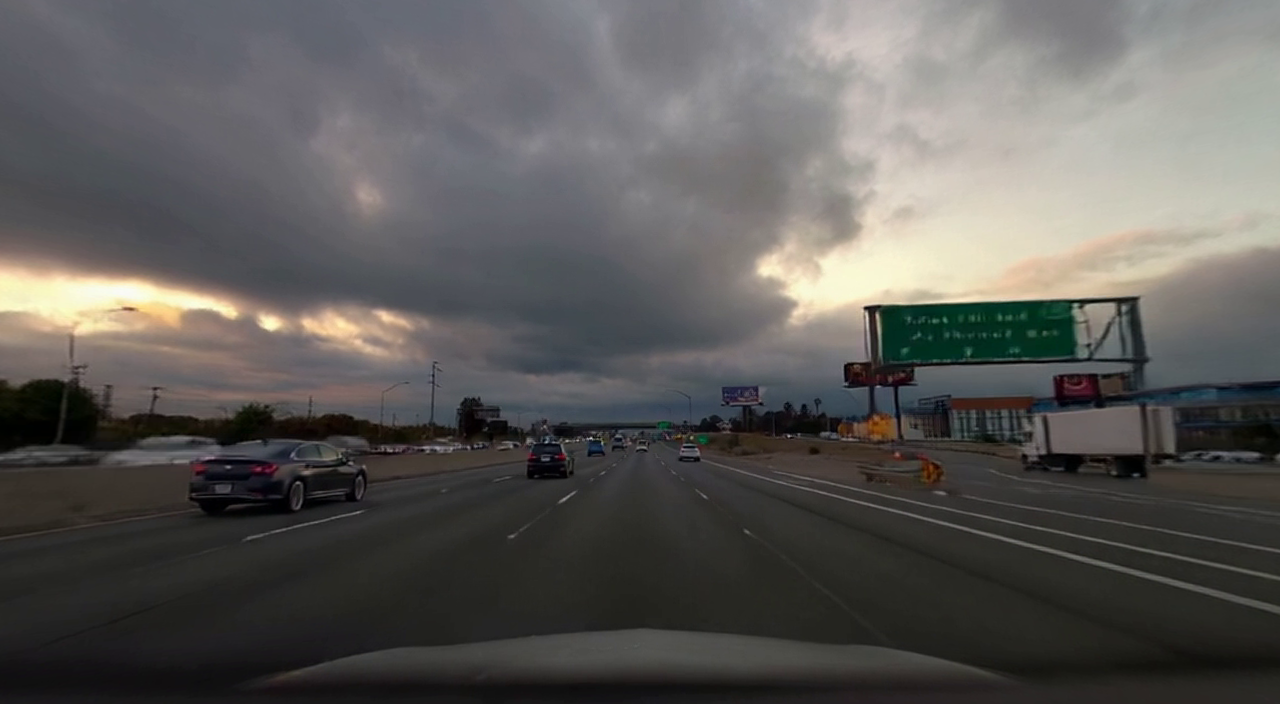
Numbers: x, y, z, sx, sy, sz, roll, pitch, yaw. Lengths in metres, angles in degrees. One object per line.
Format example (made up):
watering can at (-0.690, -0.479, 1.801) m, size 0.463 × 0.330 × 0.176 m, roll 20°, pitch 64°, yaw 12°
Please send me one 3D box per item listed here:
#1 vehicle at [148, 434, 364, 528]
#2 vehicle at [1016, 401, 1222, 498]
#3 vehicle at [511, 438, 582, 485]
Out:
vehicle at (-7.190, 2.417, 12.310) m, size 1.865 × 1.518 × 3.620 m, roll 0°, pitch -9°, yaw 1°
vehicle at (20.346, 4.254, 27.762) m, size 2.958 × 3.538 × 8.761 m, roll 0°, pitch -9°, yaw 7°
vehicle at (-3.416, 4.076, 23.772) m, size 2.001 × 1.577 × 4.055 m, roll 0°, pitch -9°, yaw 1°
